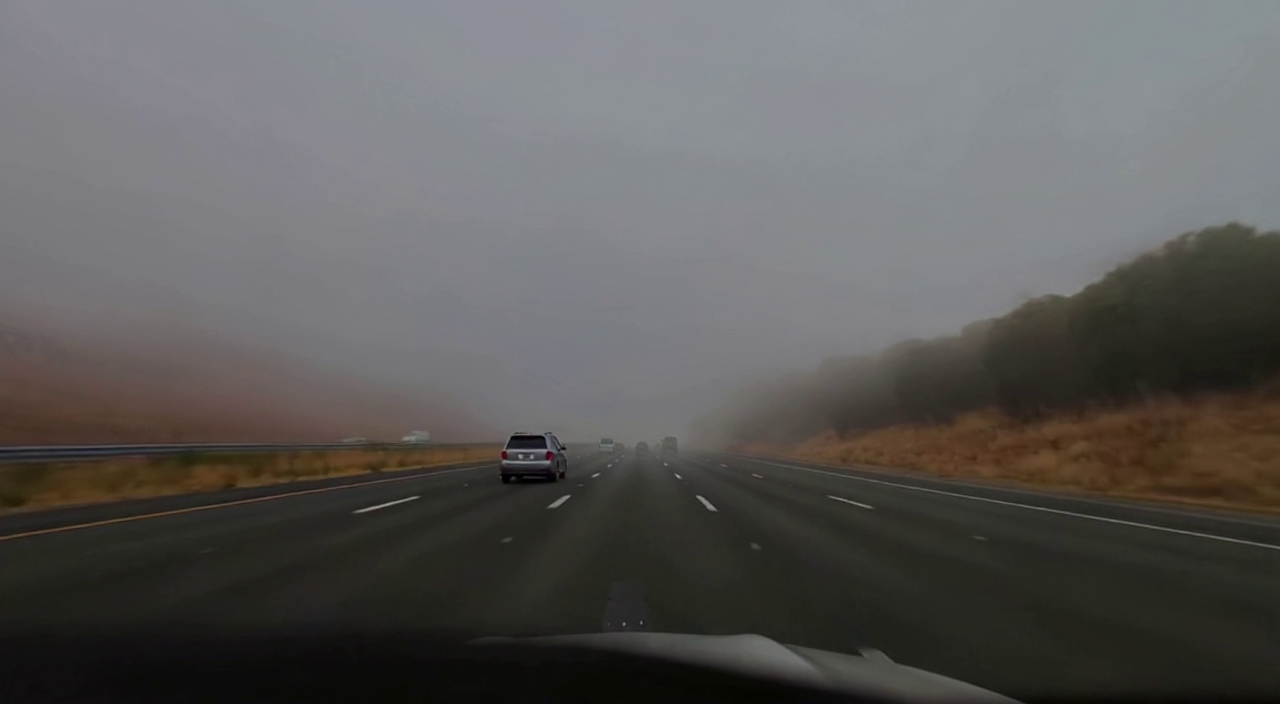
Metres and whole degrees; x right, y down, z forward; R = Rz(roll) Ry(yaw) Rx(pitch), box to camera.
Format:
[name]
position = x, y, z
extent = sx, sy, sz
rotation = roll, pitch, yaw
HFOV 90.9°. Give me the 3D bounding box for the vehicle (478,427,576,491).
[vehicle]
position = -3.541, 3.489, 20.829
extent = 2.218, 1.848, 4.789
rotation = 0, -9, 1
